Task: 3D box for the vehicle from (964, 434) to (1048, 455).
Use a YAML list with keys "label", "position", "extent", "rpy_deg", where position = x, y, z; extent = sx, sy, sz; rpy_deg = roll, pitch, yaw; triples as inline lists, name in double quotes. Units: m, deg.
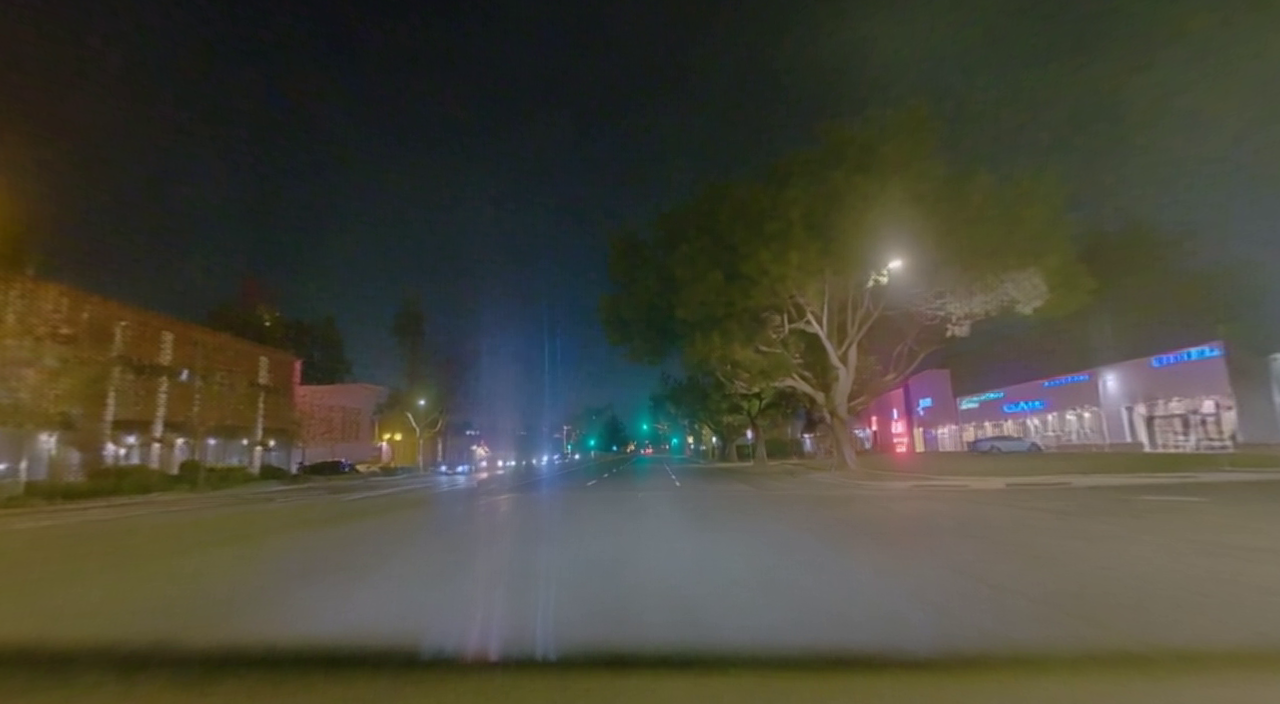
- label: "vehicle"
  position: [25.960, 6.607, 44.867]
  extent: [4.942, 1.435, 1.987]
  rpy_deg: [-5, -9, 28]
